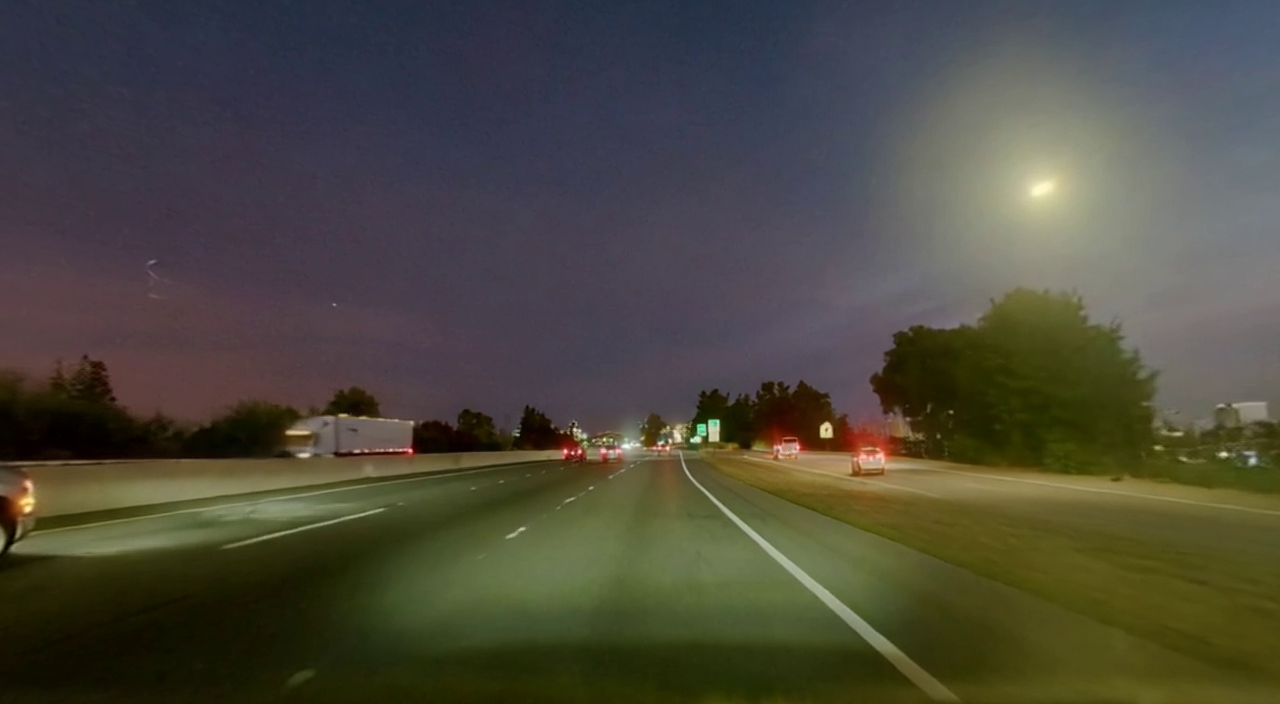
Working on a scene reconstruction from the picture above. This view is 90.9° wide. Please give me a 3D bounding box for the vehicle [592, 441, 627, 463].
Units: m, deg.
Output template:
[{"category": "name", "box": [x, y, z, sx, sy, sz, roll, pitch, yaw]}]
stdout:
[{"category": "vehicle", "box": [-2.128, 7.190, 45.569, 2.112, 1.489, 4.266, -1, -8, 3]}]
